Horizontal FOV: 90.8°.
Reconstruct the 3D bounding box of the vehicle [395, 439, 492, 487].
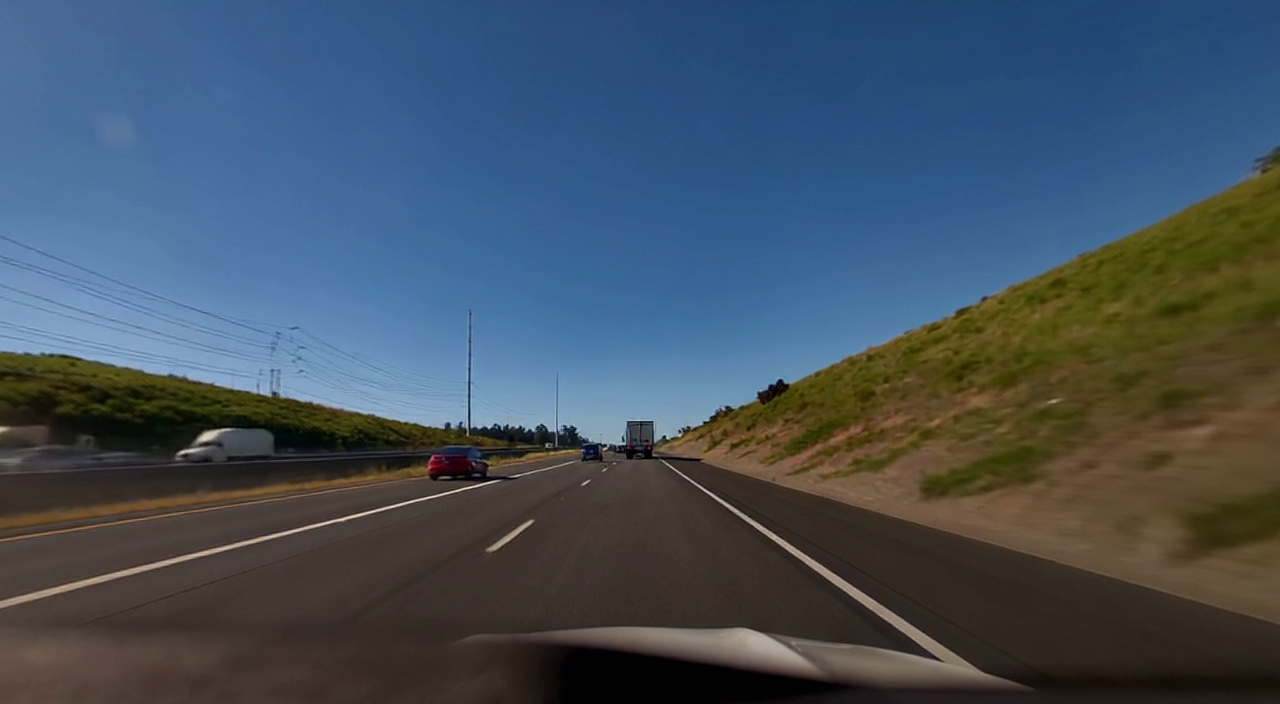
[{"bbox_3d":[-7.062,4.039,23.221,2.066,1.558,4.607,0,-9,0],"label":"vehicle"}]
